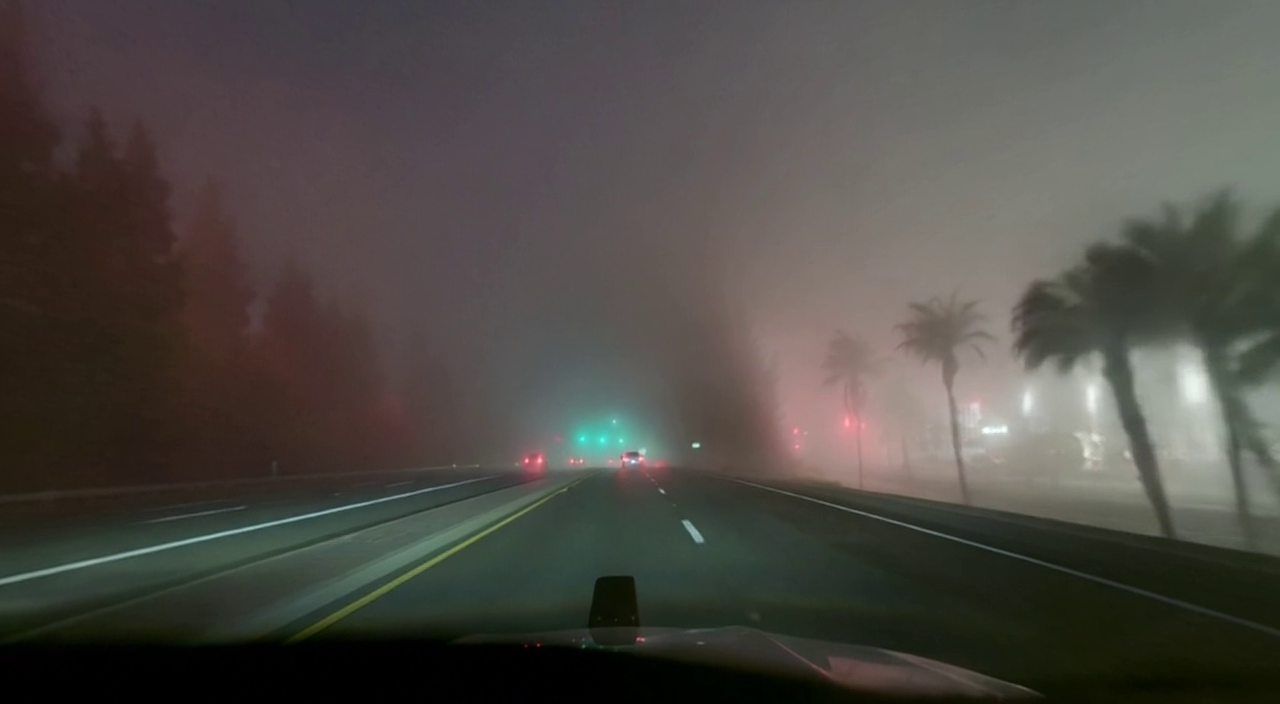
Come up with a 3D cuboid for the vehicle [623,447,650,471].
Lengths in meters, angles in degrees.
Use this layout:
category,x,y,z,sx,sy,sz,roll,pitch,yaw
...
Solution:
category,x,y,z,sx,sy,sz,roll,pitch,yaw
vehicle,-0.319,8.320,49.308,2.001,1.688,4.128,0,-8,-2
